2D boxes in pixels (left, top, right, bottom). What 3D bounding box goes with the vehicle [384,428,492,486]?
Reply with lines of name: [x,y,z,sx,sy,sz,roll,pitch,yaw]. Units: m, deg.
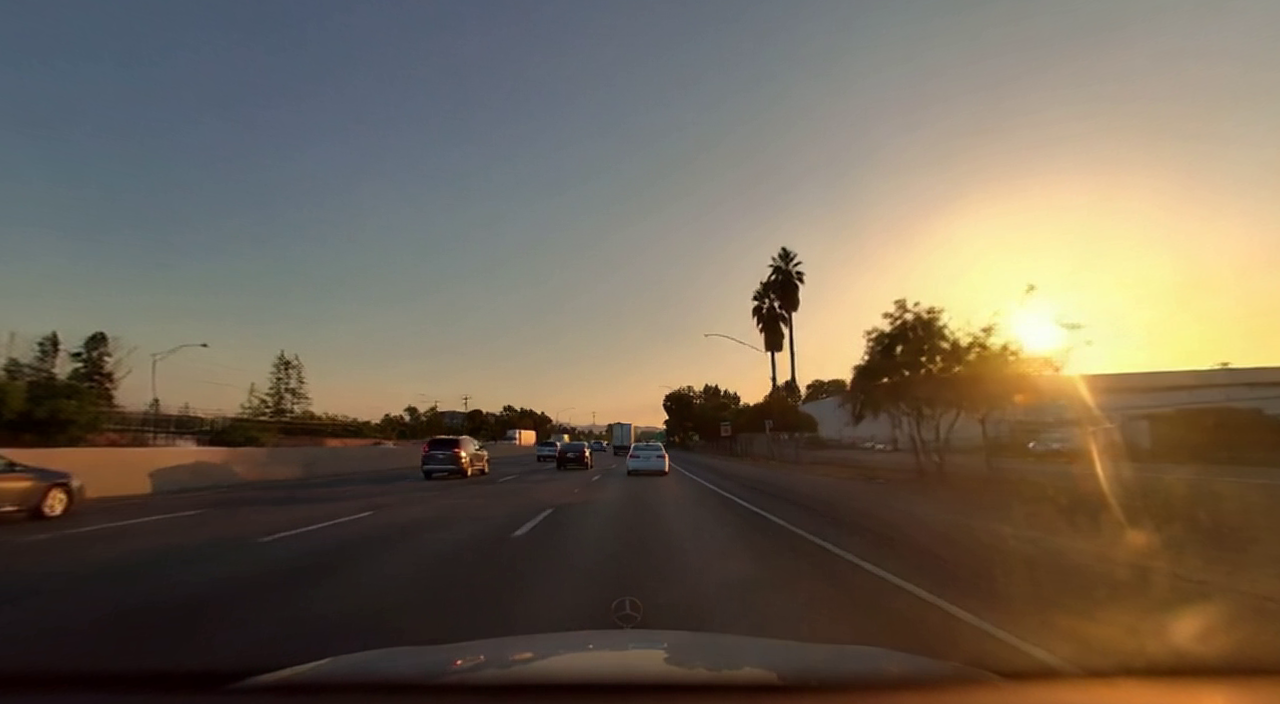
vehicle: [-6.874,3.622,22.084,2.105,1.790,4.689,0,-8,2]

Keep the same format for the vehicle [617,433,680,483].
vehicle: [0.293,3.881,23.429,2.136,1.678,4.052,0,-8,0]

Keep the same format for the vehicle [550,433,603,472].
vehicle: [-3.154,5.103,32.177,2.108,1.832,4.549,0,-8,1]

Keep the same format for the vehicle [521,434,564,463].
vehicle: [-6.842,6.822,44.681,2.085,1.932,4.967,-1,-8,2]
